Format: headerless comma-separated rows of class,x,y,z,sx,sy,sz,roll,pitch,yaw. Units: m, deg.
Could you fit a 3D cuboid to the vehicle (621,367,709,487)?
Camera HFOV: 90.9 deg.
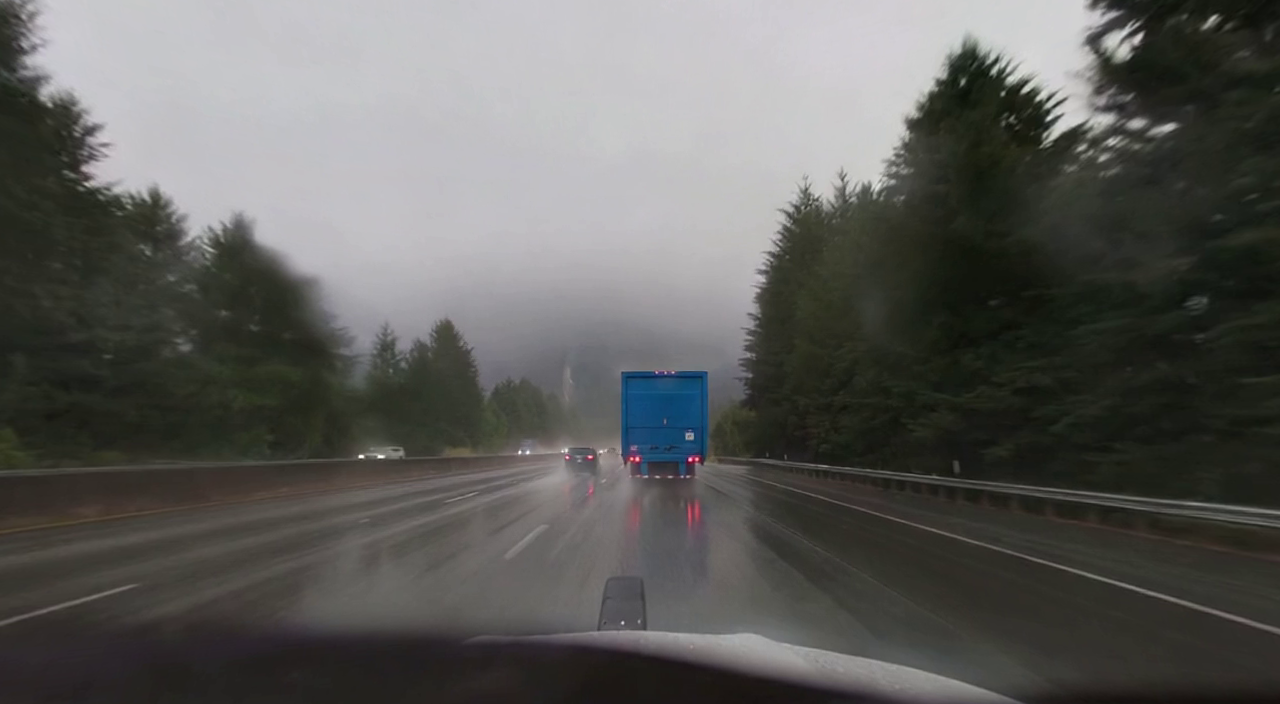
vehicle,0.810,3.234,25.981,2.898,3.973,10.063,0,-9,0

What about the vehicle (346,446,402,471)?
vehicle,-19.346,7.758,46.120,1.974,1.711,4.813,0,-9,0

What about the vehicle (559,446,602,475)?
vehicle,-3.239,5.957,34.870,1.985,1.482,3.923,0,-9,0
